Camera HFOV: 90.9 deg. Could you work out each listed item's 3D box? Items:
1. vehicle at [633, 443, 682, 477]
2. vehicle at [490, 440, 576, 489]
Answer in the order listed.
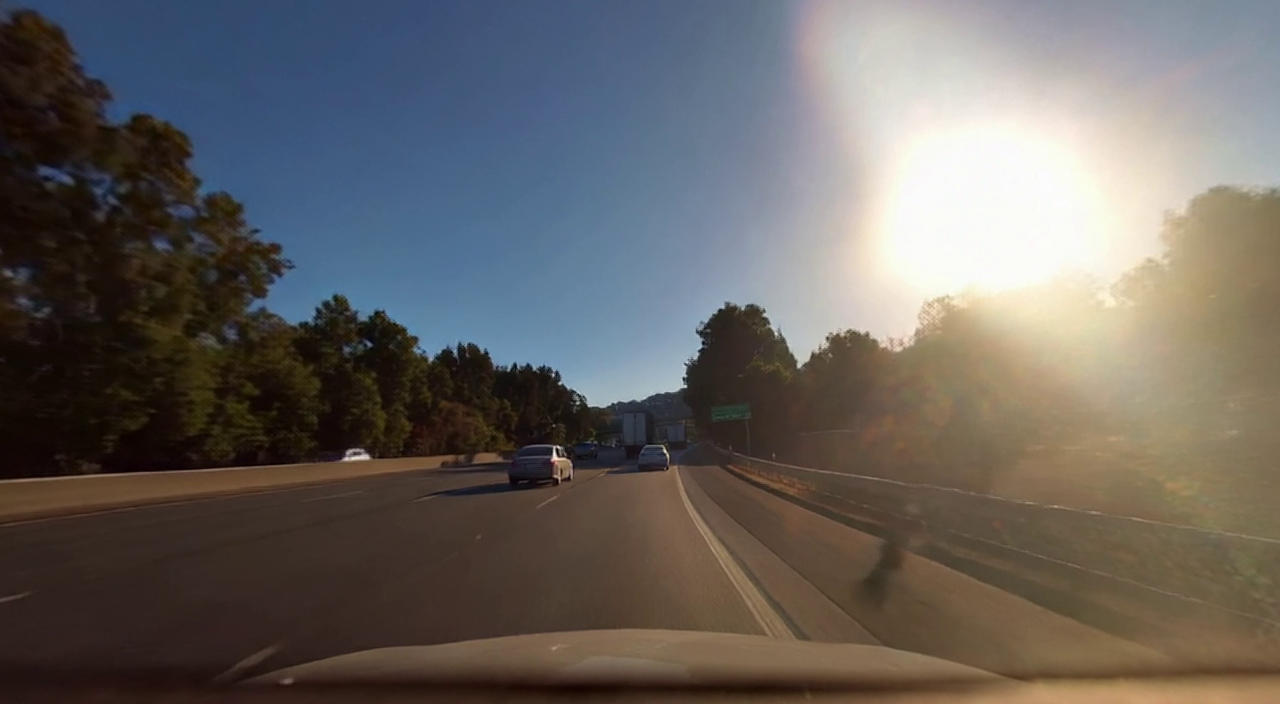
[{"bbox_3d":[0.786,4.719,27.865,1.984,1.365,3.767,-1,-9,2],"label":"vehicle"},{"bbox_3d":[-3.523,3.811,21.715,1.916,1.486,4.631,-1,-9,3],"label":"vehicle"}]
